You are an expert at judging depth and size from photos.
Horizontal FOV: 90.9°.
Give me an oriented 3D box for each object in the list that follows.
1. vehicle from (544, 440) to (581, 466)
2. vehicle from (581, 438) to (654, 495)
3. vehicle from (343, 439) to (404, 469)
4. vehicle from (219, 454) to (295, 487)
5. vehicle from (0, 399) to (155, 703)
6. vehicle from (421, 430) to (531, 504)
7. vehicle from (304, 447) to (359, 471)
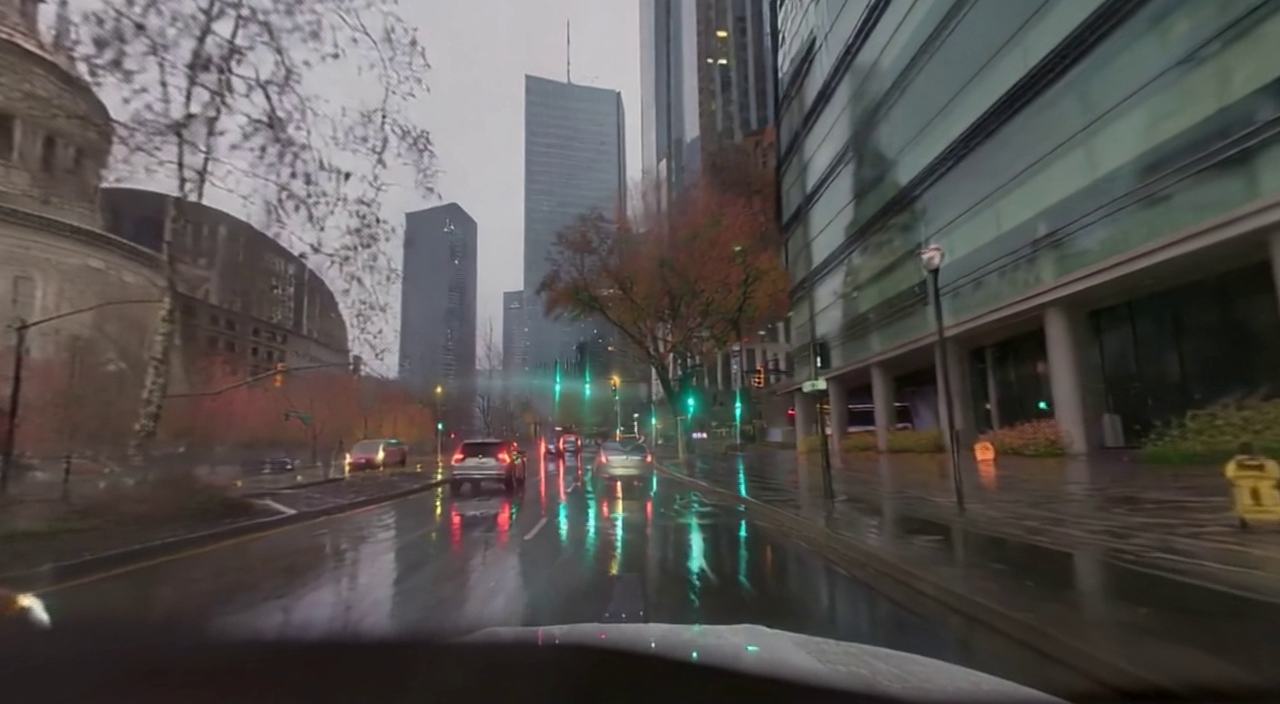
[{"bbox_3d":[-4.768,6.225,39.119,1.961,1.517,4.202,1,-9,-3],"label":"vehicle"},{"bbox_3d":[-0.652,3.362,18.780,1.933,1.504,3.802,0,-9,-2],"label":"vehicle"},{"bbox_3d":[-19.941,7.668,47.601,2.271,2.076,6.147,1,-9,-4],"label":"vehicle"},{"bbox_3d":[-22.942,7.054,38.011,1.881,1.792,4.640,1,-9,-4],"label":"vehicle"},{"bbox_3d":[-3.414,0.689,0.799,1.970,1.489,4.532,0,-9,0],"label":"vehicle"},{"bbox_3d":[-4.001,2.858,16.053,1.848,1.641,3.686,0,-9,-1],"label":"vehicle"},{"bbox_3d":[-24.152,8.355,49.614,1.928,1.805,5.236,1,-9,-4],"label":"vehicle"}]
